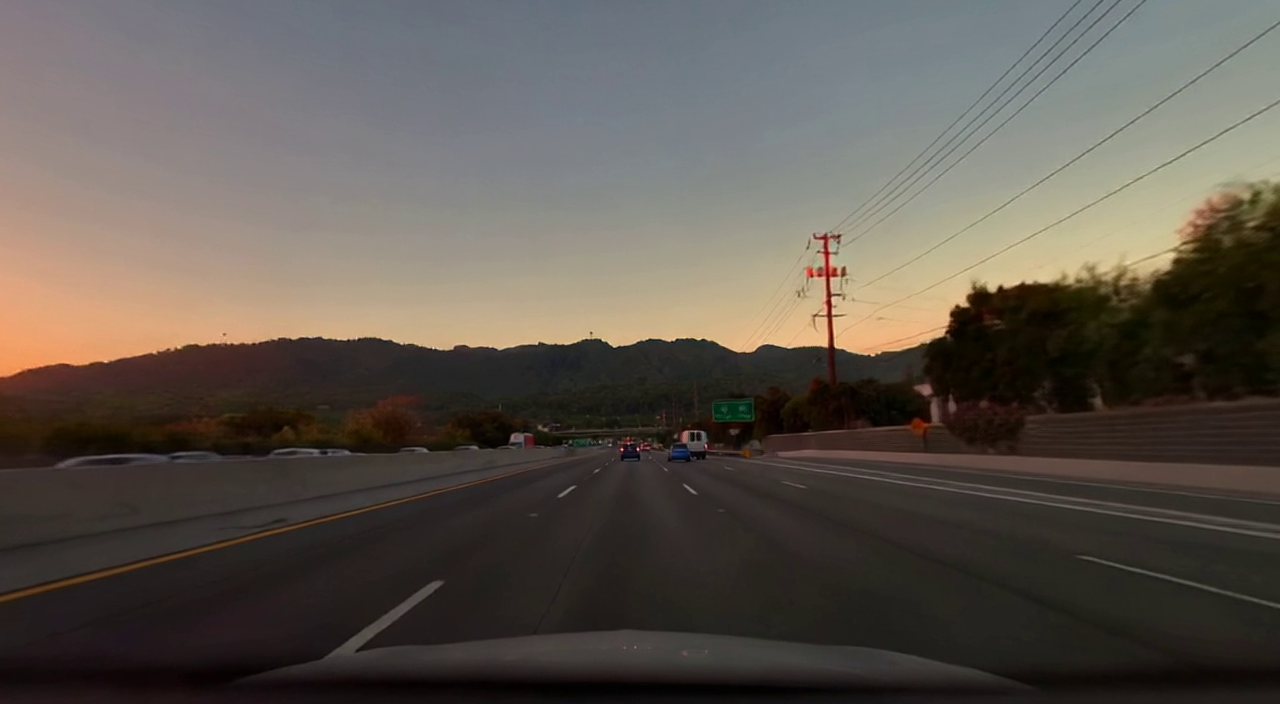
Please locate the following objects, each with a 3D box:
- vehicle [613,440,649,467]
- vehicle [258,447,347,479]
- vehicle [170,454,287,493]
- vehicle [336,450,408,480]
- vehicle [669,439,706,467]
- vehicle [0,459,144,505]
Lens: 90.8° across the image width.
[{"bbox_3d":[-0.594,6.896,42.890,2.325,1.712,4.592,0,-9,-1],"label":"vehicle"},{"bbox_3d":[-21.617,7.115,40.880,2.345,1.875,6.106,0,-9,0],"label":"vehicle"},{"bbox_3d":[-17.439,5.121,27.085,1.903,1.482,4.623,0,-9,0],"label":"vehicle"},{"bbox_3d":[-14.093,5.968,33.540,1.894,1.454,4.454,0,-9,0],"label":"vehicle"},{"bbox_3d":[3.210,6.931,43.510,2.036,1.796,4.470,0,-9,-2],"label":"vehicle"},{"bbox_3d":[-21.402,4.810,23.738,1.846,1.479,4.524,0,-9,-1],"label":"vehicle"}]
